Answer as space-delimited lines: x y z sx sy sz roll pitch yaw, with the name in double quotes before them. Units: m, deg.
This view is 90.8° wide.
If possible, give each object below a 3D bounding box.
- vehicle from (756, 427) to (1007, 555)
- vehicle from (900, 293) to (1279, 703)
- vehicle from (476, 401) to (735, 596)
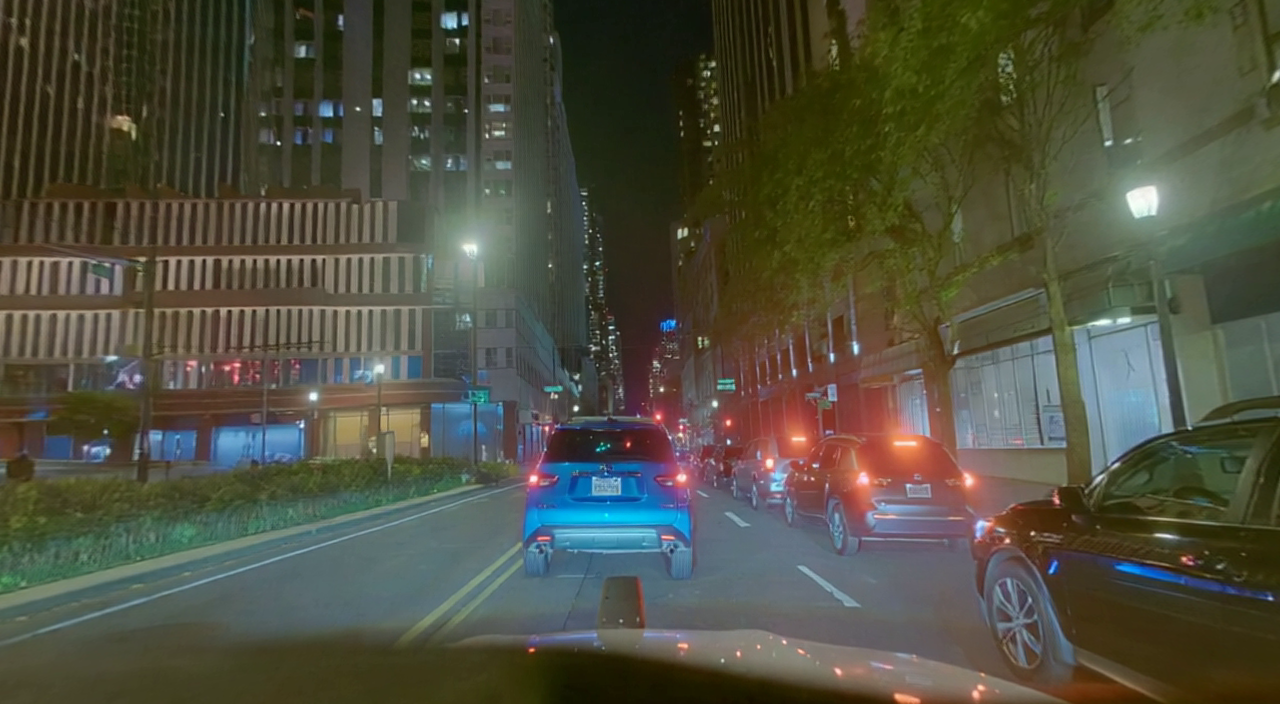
"vehicle" 3.284 1.986 9.800 1.941 1.482 4.632 0 -9 -2
"vehicle" 2.997 0.751 2.242 2.063 1.760 4.664 0 -9 -1
"vehicle" -0.345 1.585 7.641 2.249 1.684 4.084 0 -9 -1
